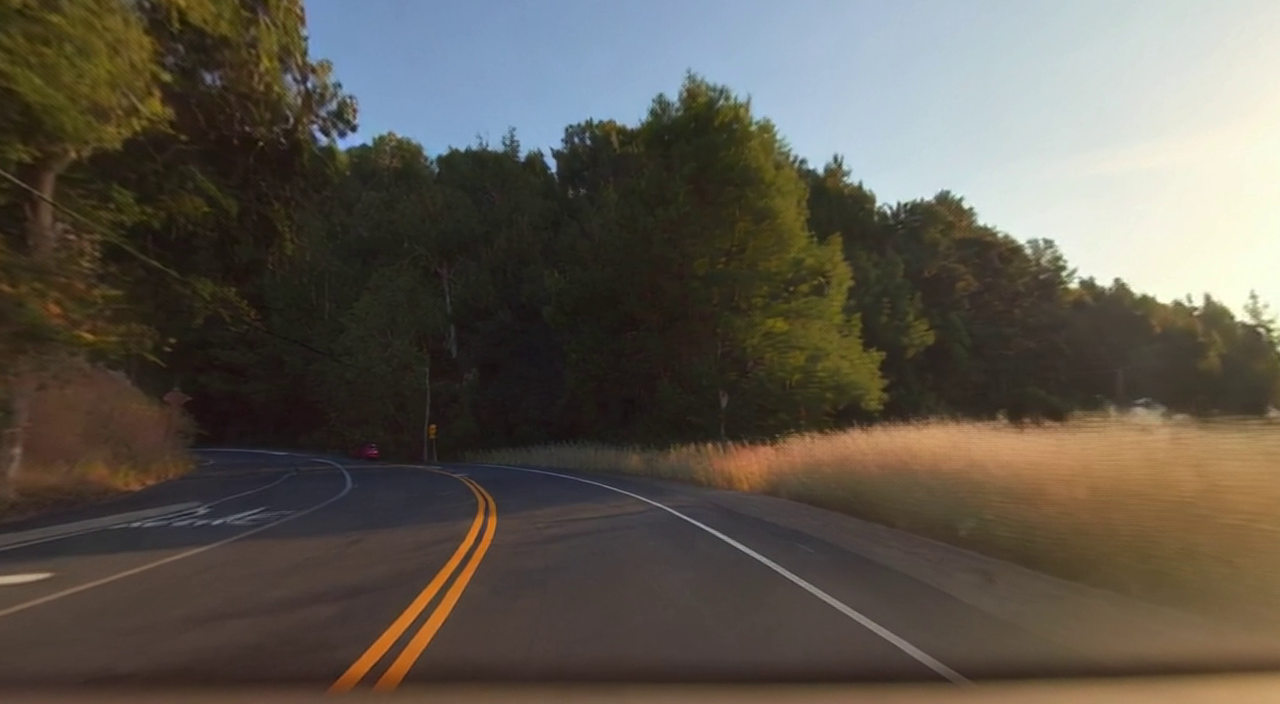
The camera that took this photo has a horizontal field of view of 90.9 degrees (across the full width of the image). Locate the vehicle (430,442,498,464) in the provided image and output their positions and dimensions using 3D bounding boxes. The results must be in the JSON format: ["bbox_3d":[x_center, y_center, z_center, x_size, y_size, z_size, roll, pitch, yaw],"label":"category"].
[{"bbox_3d":[-13.579,7.801,48.779,2.042,1.612,4.612,-8,-11,42],"label":"vehicle"}]
